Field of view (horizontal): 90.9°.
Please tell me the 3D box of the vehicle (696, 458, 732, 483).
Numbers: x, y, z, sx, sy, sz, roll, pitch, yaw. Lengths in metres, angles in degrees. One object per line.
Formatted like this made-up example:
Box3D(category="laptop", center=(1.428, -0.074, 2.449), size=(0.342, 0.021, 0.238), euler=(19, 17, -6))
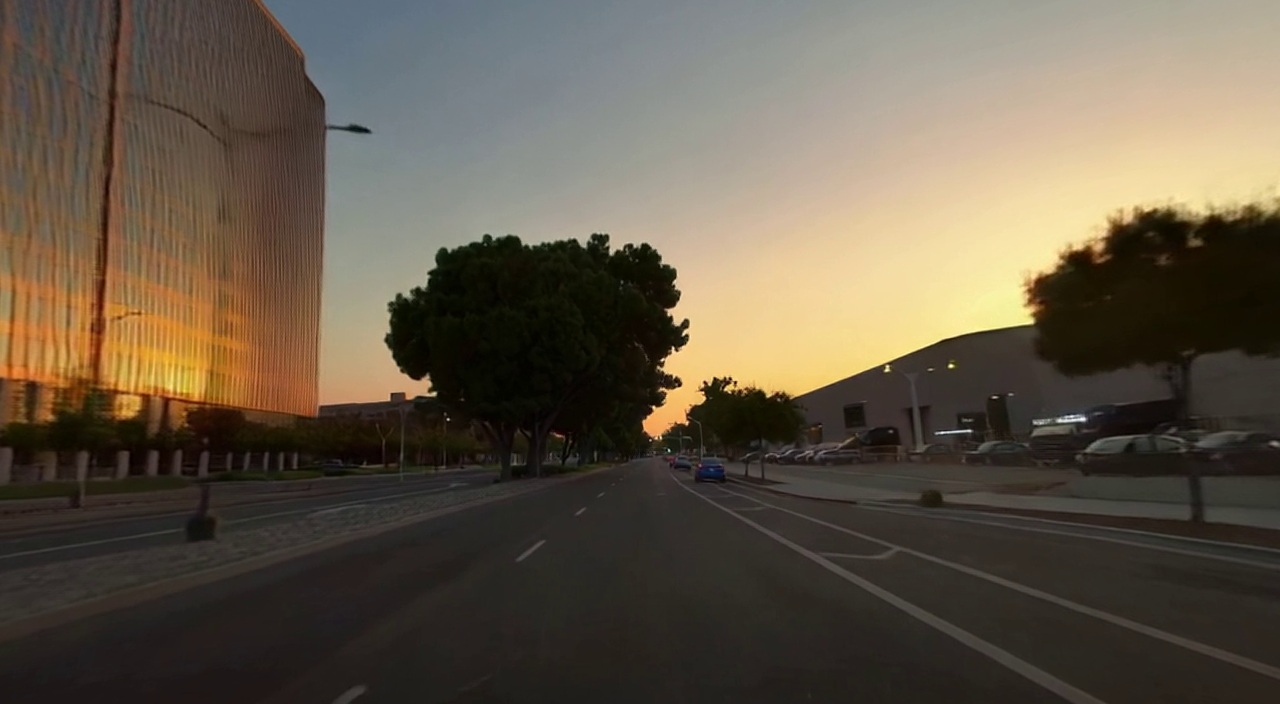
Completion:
Box3D(category="vehicle", center=(4.959, 7.982, 42.819), size=(1.909, 1.503, 4.368), euler=(0, -8, 0))
